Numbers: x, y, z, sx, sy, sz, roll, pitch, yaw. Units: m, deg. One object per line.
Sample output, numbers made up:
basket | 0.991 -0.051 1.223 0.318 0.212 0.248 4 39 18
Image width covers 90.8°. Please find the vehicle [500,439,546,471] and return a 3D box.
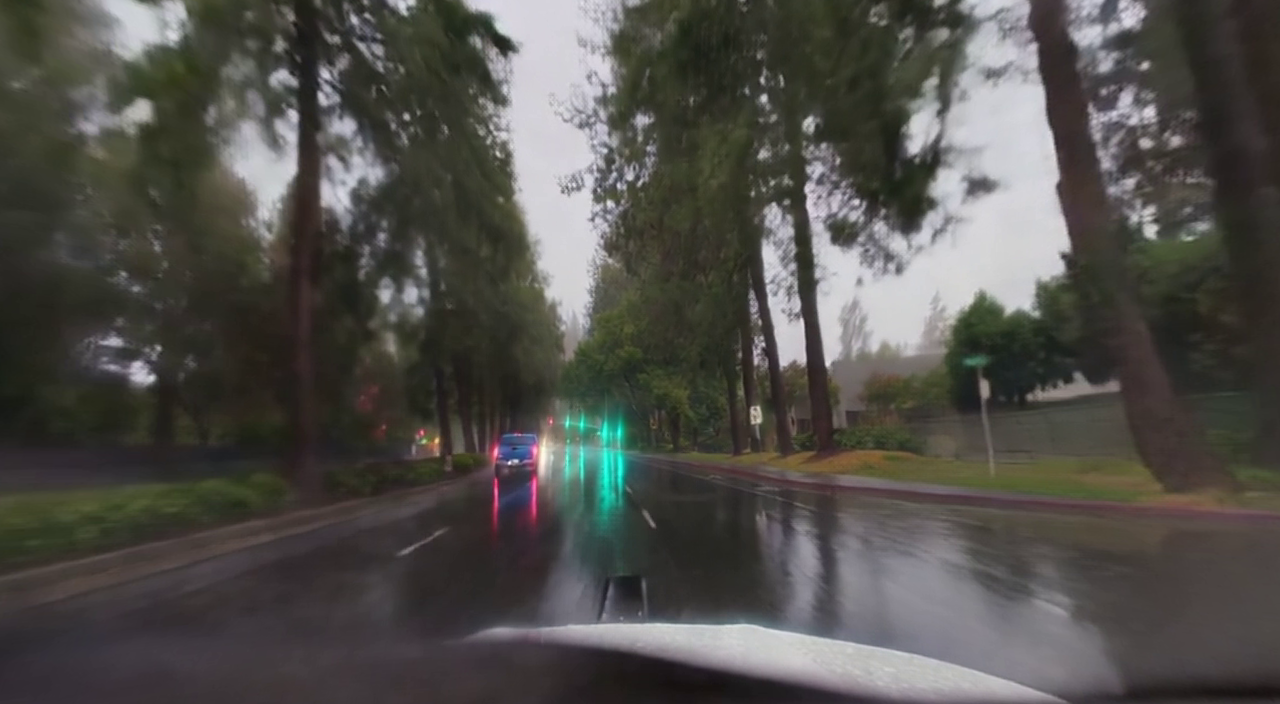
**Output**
vehicle | -7.356 6.543 40.270 2.267 1.849 6.402 1 -9 -5
